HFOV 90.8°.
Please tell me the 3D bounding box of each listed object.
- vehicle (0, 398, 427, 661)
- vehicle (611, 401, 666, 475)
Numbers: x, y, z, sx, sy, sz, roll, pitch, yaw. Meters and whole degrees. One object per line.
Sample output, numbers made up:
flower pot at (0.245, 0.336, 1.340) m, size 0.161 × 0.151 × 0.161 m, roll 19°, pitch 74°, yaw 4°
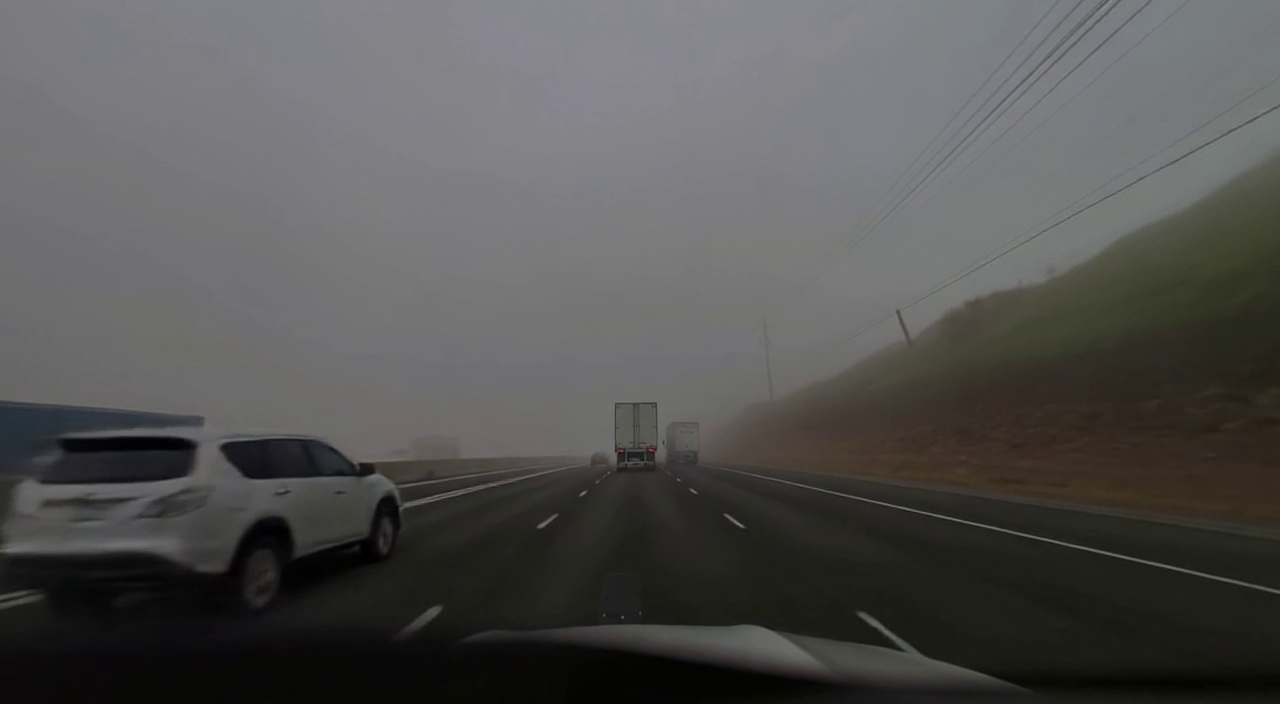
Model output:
vehicle at (-3.890, 1.467, 6.265) m, size 2.050 × 1.679 × 4.253 m, roll 0°, pitch -9°, yaw 0°
vehicle at (-0.075, 5.584, 40.375) m, size 2.985 × 4.025 × 10.982 m, roll 0°, pitch -9°, yaw 0°
